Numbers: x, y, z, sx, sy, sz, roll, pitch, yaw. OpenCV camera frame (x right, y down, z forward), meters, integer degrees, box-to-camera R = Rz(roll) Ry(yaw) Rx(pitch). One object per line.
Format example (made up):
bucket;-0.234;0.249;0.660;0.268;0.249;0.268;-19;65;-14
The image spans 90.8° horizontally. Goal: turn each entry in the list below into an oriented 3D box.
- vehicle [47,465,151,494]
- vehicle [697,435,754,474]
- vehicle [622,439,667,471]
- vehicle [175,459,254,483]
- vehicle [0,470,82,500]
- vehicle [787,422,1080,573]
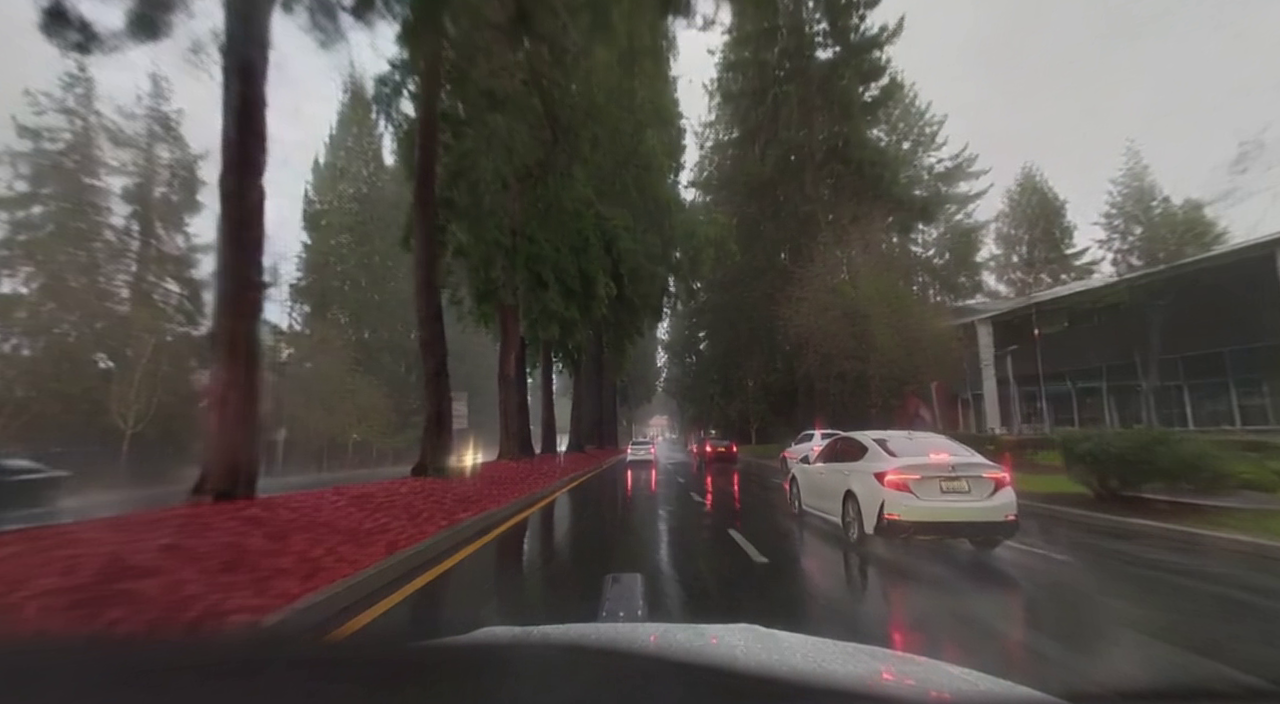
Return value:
vehicle;-31.962;7.520;37.405;4.432;1.535;1.866;0;-8;2
vehicle;3.926;4.787;29.697;2.074;1.652;4.340;0;-9;0
vehicle;0.234;5.136;31.677;2.082;1.473;4.028;0;-8;1
vehicle;-30.706;8.597;45.675;4.279;1.438;2.037;-3;-9;3
vehicle;-31.283;6.771;32.220;3.757;1.391;2.001;-1;-9;2
vehicle;3.488;1.796;8.589;1.985;1.529;4.147;0;-8;0
